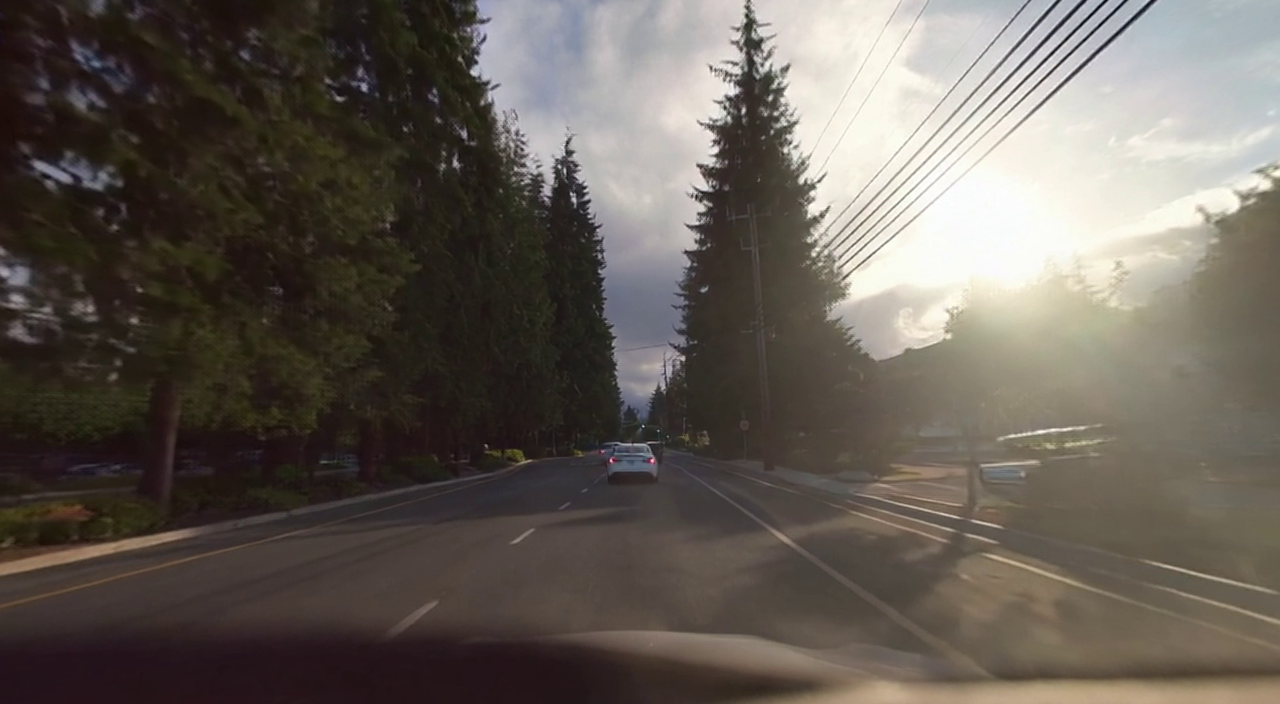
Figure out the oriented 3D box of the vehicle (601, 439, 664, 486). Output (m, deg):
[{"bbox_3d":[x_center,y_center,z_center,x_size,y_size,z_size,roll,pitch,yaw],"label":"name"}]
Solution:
[{"bbox_3d":[-0.239,3.774,21.736,1.991,1.463,3.988,0,-8,0],"label":"vehicle"}]
